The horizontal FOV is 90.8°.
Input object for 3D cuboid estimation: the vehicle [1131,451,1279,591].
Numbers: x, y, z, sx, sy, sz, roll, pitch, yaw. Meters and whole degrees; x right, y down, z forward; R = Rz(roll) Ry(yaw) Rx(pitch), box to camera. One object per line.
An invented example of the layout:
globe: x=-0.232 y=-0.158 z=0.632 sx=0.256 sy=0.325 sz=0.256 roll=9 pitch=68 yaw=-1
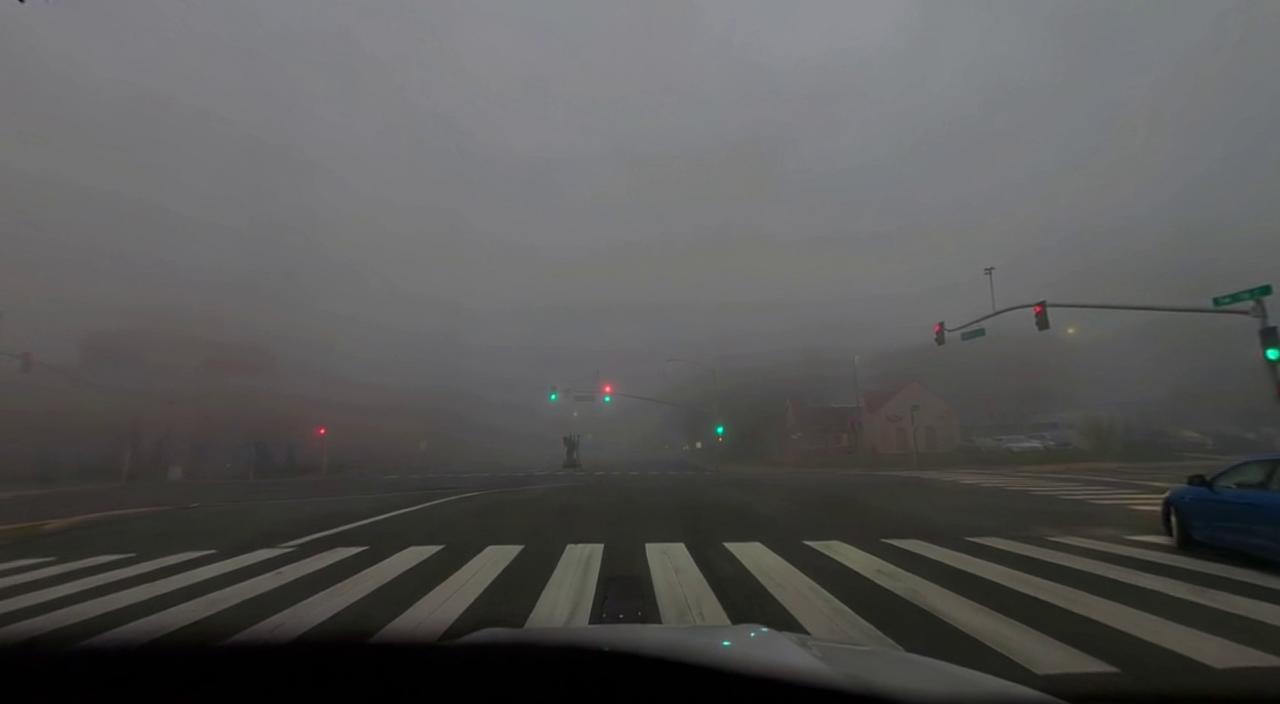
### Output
vehicle: x=7.606 y=1.744 z=6.410 sx=1.935 sy=1.421 sz=4.716 roll=-1 pitch=-9 yaw=8
